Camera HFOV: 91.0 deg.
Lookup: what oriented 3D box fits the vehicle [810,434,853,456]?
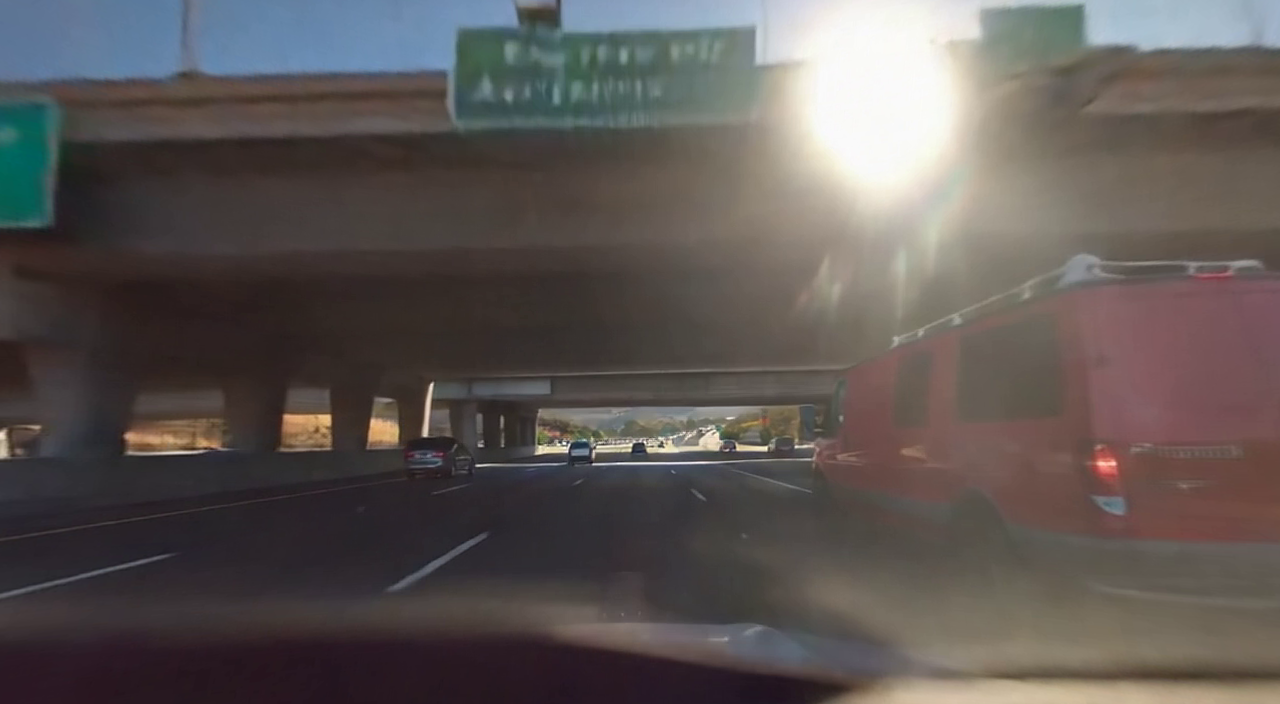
[{"bbox_3d":[14.344,6.993,47.393,1.896,1.518,4.417,0,-8,1],"label":"vehicle"}]

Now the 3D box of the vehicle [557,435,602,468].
[{"bbox_3d":[-3.592,5.998,38.100,2.144,1.847,4.850,0,-8,1],"label":"vehicle"}]

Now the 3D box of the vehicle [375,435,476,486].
[{"bbox_3d":[-7.869,4.003,23.607,2.092,1.712,4.627,0,-8,1],"label":"vehicle"}]
